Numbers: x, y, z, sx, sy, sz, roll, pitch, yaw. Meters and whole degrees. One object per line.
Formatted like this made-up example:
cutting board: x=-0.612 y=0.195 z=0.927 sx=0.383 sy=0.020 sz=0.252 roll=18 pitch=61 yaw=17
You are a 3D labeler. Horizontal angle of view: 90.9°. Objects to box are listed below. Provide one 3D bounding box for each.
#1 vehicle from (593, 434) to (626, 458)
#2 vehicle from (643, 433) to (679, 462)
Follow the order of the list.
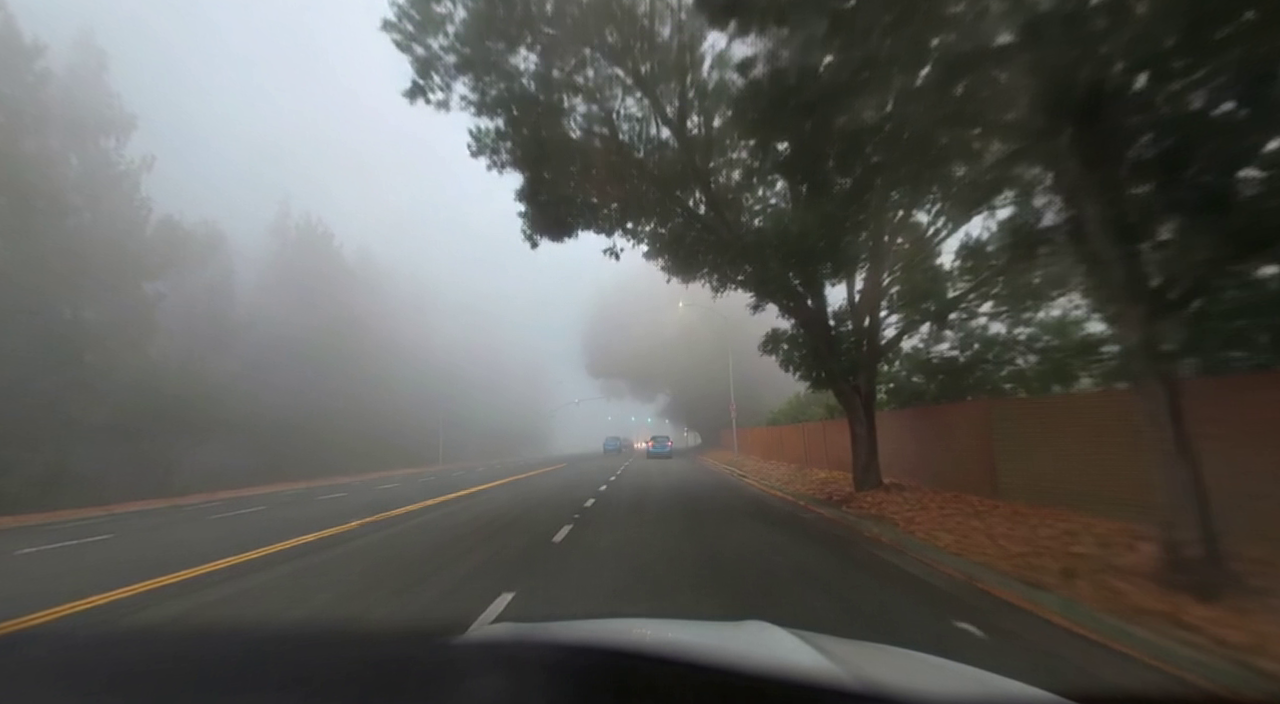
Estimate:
vehicle: x=-2.314 y=7.289 z=48.854 sx=2.190 sy=1.766 sz=4.394 roll=0 pitch=-8 yaw=1
vehicle: x=1.264 y=5.986 z=39.536 sx=2.127 sy=1.665 sz=3.993 roll=0 pitch=-8 yaw=1
